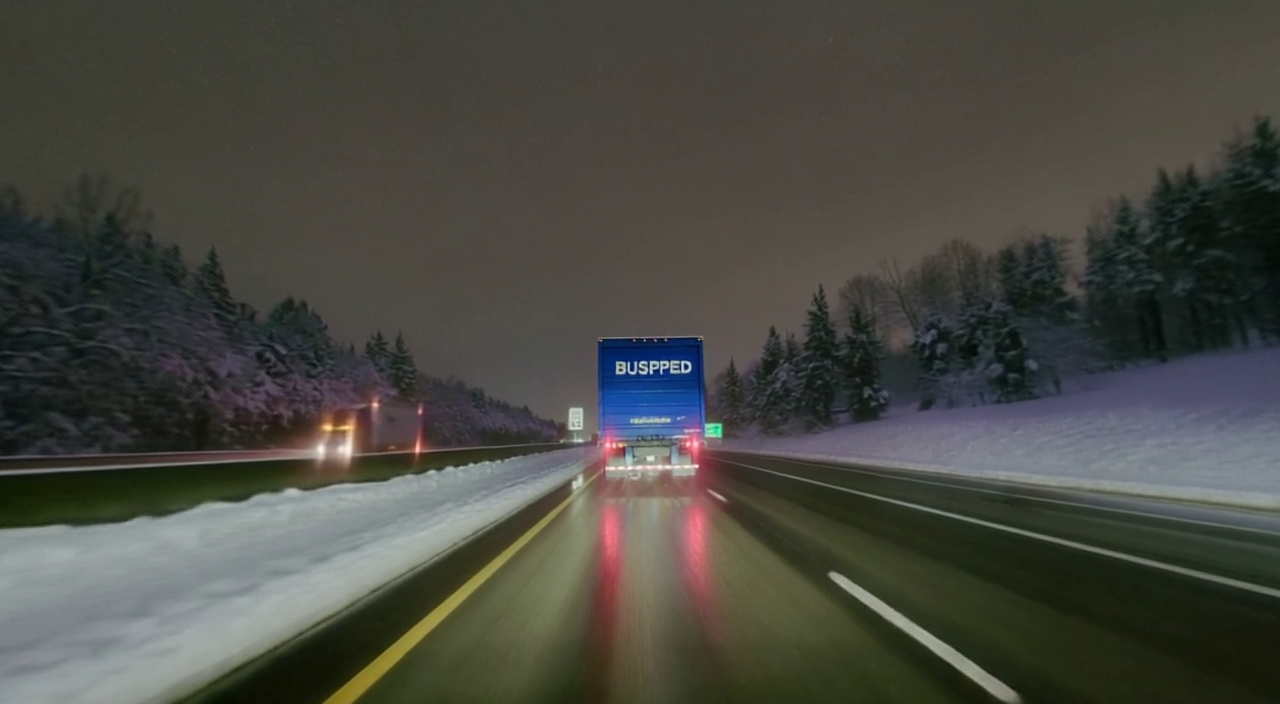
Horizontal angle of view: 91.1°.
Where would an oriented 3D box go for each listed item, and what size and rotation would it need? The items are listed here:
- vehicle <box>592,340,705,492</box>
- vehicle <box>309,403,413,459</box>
[{"bbox_3d":[0.132,2.200,20.553,2.870,3.911,8.697,0,-8,-1],"label":"vehicle"},{"bbox_3d":[-15.339,4.441,35.207,2.644,2.823,6.810,0,-8,0],"label":"vehicle"}]
